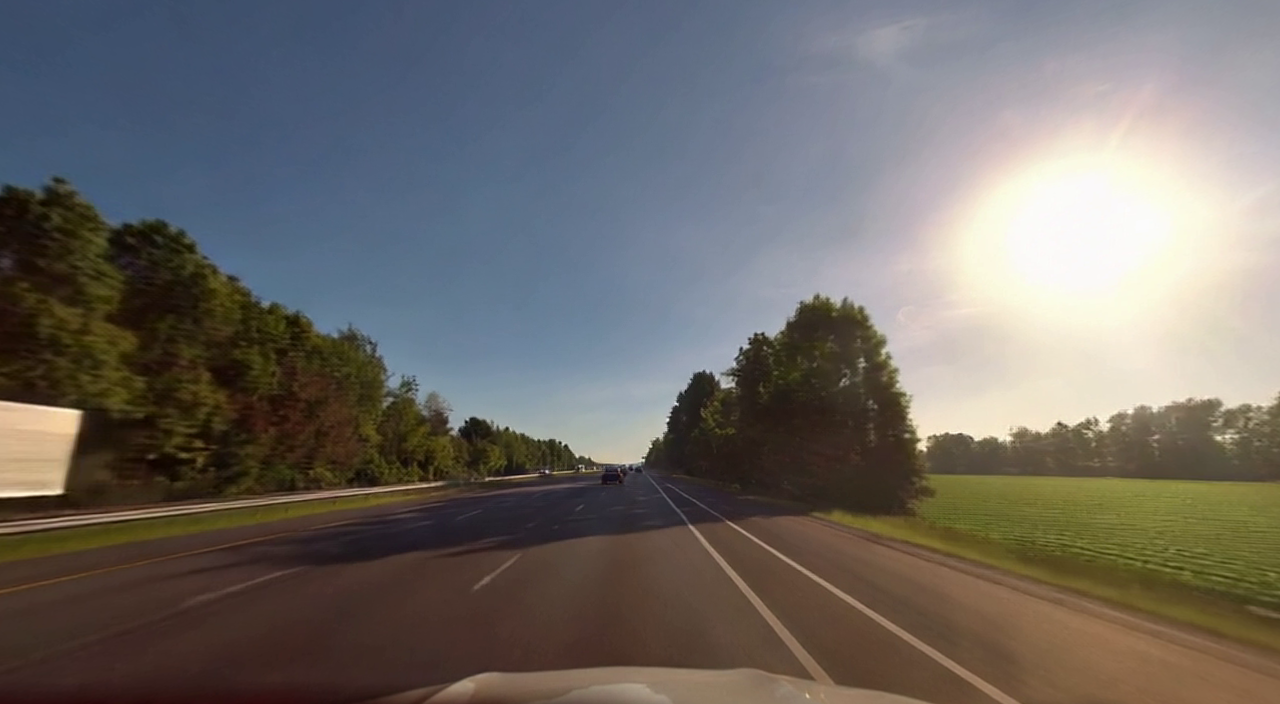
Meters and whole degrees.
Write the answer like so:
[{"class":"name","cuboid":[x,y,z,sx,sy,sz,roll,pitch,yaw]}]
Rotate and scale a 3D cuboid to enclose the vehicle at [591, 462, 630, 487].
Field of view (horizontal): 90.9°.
[{"class":"vehicle","cuboid":[-1.768,7.693,39.730,2.183,1.435,4.653,0,-10,0]}]
